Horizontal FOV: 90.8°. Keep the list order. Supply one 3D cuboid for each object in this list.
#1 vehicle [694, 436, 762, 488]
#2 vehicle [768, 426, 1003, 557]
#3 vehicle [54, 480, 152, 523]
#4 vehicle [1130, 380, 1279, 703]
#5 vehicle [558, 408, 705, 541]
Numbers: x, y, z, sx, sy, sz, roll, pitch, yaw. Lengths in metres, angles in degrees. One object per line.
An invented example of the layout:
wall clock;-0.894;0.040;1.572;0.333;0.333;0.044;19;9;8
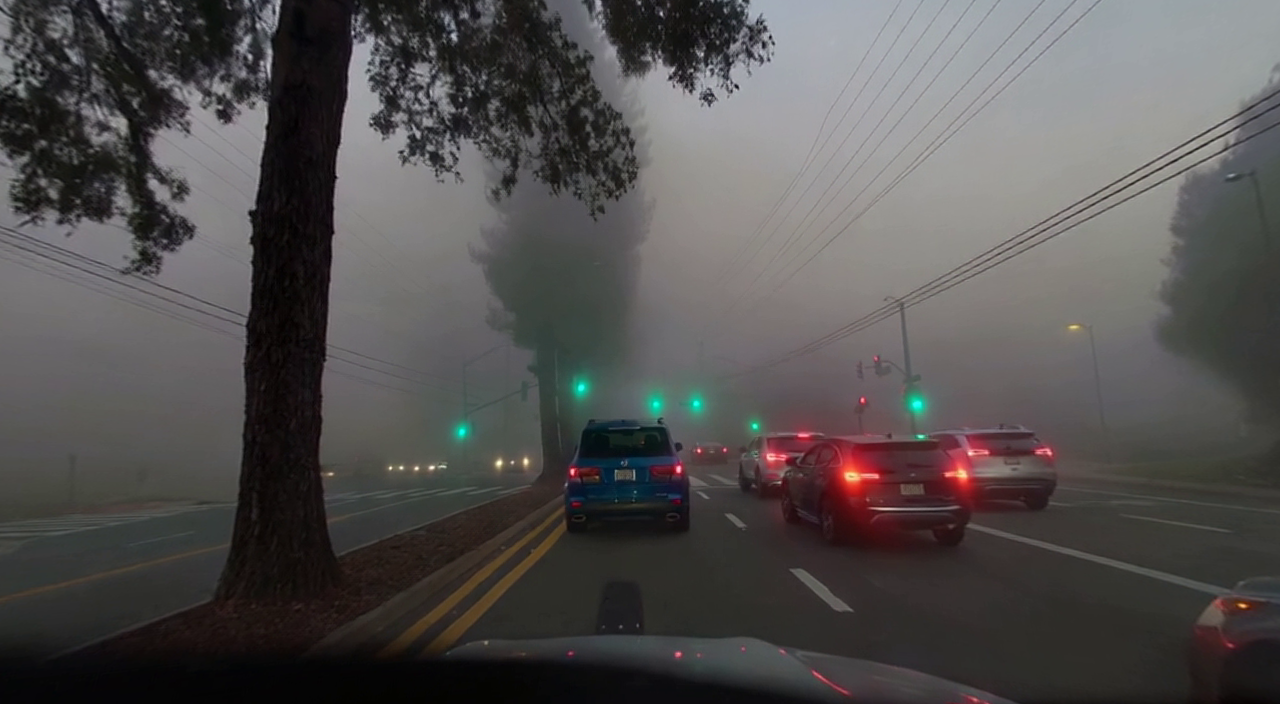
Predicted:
vehicle;3.219;4.084;23.853;1.915;1.765;4.047;0;-8;-1
vehicle;3.457;2.034;9.995;1.880;1.579;4.401;0;-8;-1
vehicle;-26.383;7.361;31.024;4.526;1.715;1.989;-10;-13;27
vehicle;3.292;0.638;0.788;1.889;1.517;4.308;0;-8;0
vehicle;-0.164;2.187;11.844;2.231;1.998;4.254;0;-8;-1
